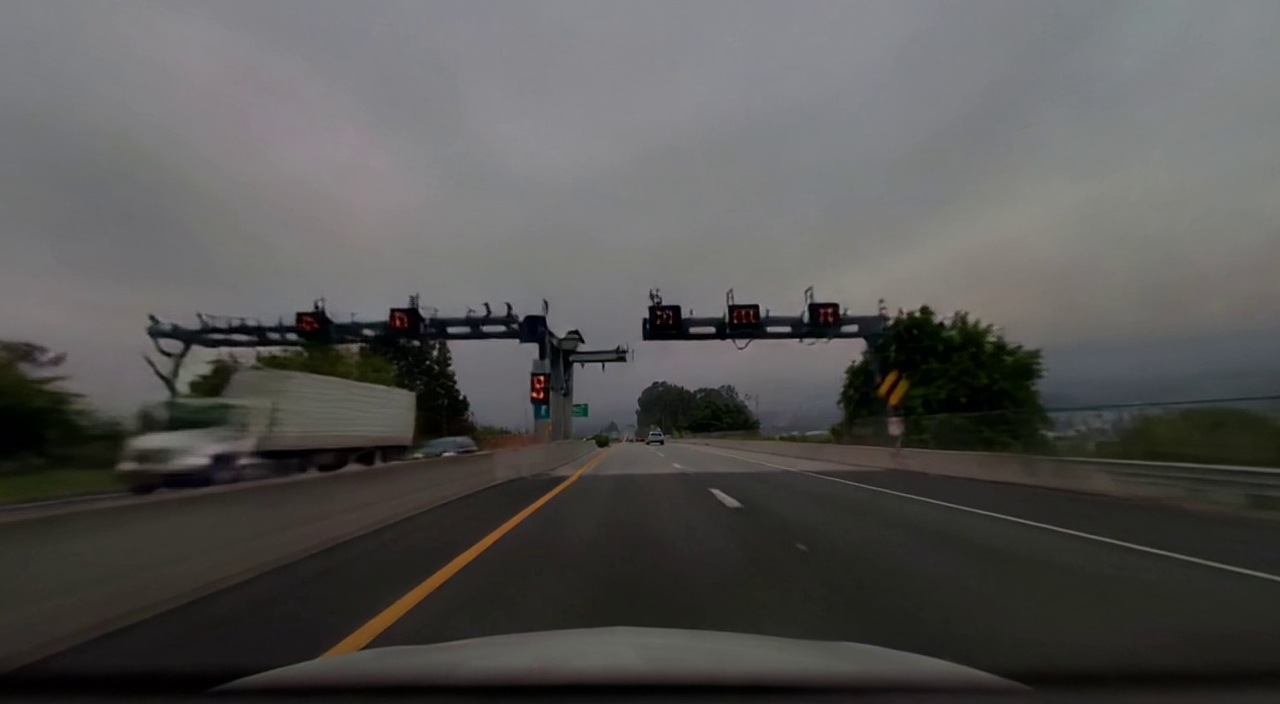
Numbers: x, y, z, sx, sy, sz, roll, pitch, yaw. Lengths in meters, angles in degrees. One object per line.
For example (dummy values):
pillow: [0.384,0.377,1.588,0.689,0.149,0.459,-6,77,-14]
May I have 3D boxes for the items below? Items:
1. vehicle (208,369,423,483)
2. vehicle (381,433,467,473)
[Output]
vehicle: [-13.751,3.504,29.037,2.894,4.003,13.740,0,-8,-1]
vehicle: [-9.030,4.239,26.814,2.060,1.566,4.681,0,-8,-1]
